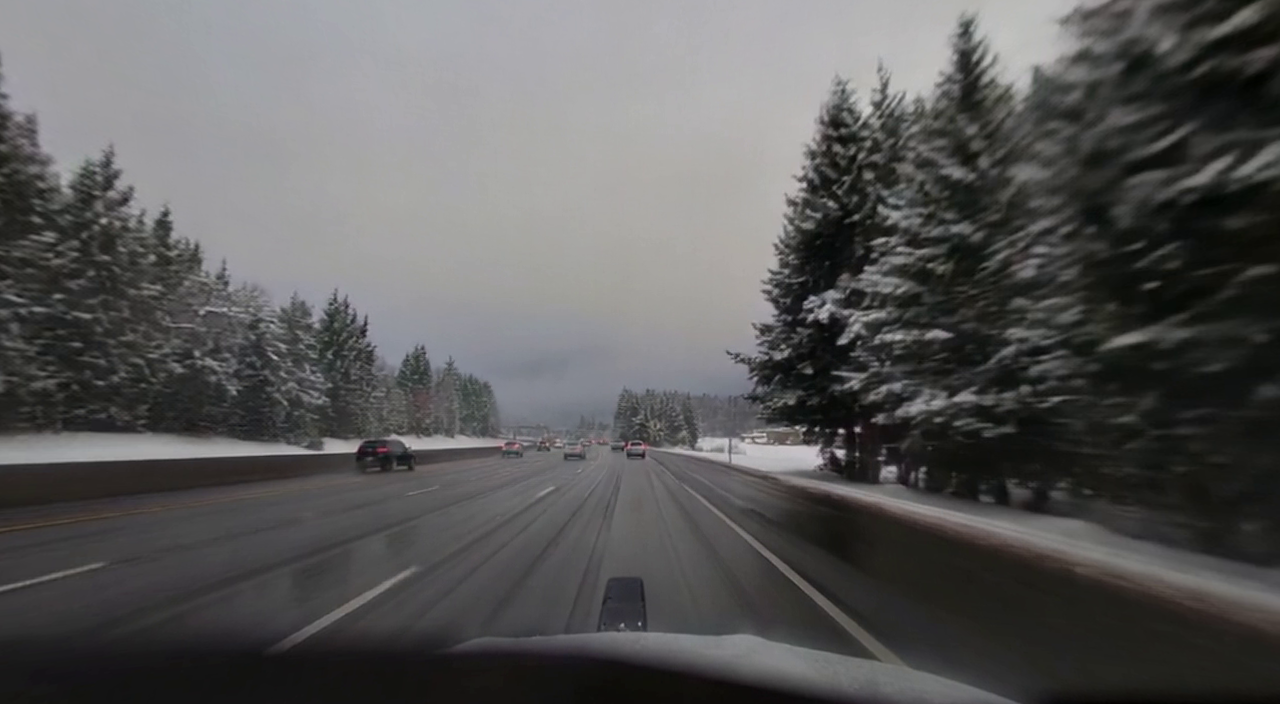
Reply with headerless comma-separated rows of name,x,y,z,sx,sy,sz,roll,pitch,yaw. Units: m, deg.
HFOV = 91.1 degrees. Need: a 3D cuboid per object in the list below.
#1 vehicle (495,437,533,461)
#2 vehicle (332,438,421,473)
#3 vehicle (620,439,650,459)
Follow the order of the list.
vehicle,-9.249,7.153,46.548,2.015,1.651,4.432,0,-8,-1
vehicle,-11.960,4.712,28.932,2.056,1.489,4.852,0,-8,-1
vehicle,-0.425,7.261,47.137,2.060,1.465,3.974,0,-8,-3
